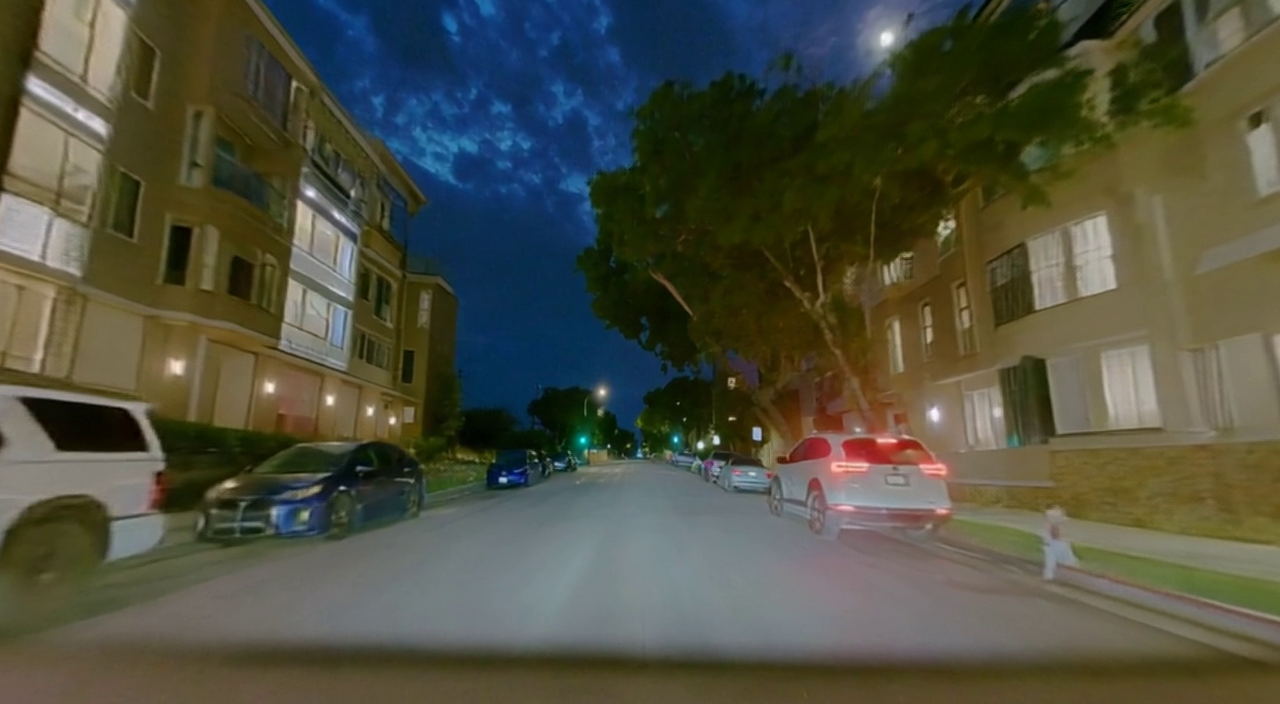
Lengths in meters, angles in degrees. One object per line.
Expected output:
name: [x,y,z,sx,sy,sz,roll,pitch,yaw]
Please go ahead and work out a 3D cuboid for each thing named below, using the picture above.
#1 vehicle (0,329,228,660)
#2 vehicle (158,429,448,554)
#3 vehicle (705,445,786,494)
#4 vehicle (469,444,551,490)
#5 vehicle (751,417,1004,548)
vehicle: [-5.513,0.853,3.439,2.596,2.152,5.689,-1,-8,1]
vehicle: [-5.606,2.387,11.735,2.122,1.722,5.662,-1,-9,2]
vehicle: [4.016,4.537,24.969,2.187,1.699,5.038,0,-8,-2]
vehicle: [-5.368,4.809,26.906,2.222,1.735,5.215,0,-8,2]
vehicle: [4.019,2.431,12.349,2.473,1.895,6.050,0,-10,-1]
